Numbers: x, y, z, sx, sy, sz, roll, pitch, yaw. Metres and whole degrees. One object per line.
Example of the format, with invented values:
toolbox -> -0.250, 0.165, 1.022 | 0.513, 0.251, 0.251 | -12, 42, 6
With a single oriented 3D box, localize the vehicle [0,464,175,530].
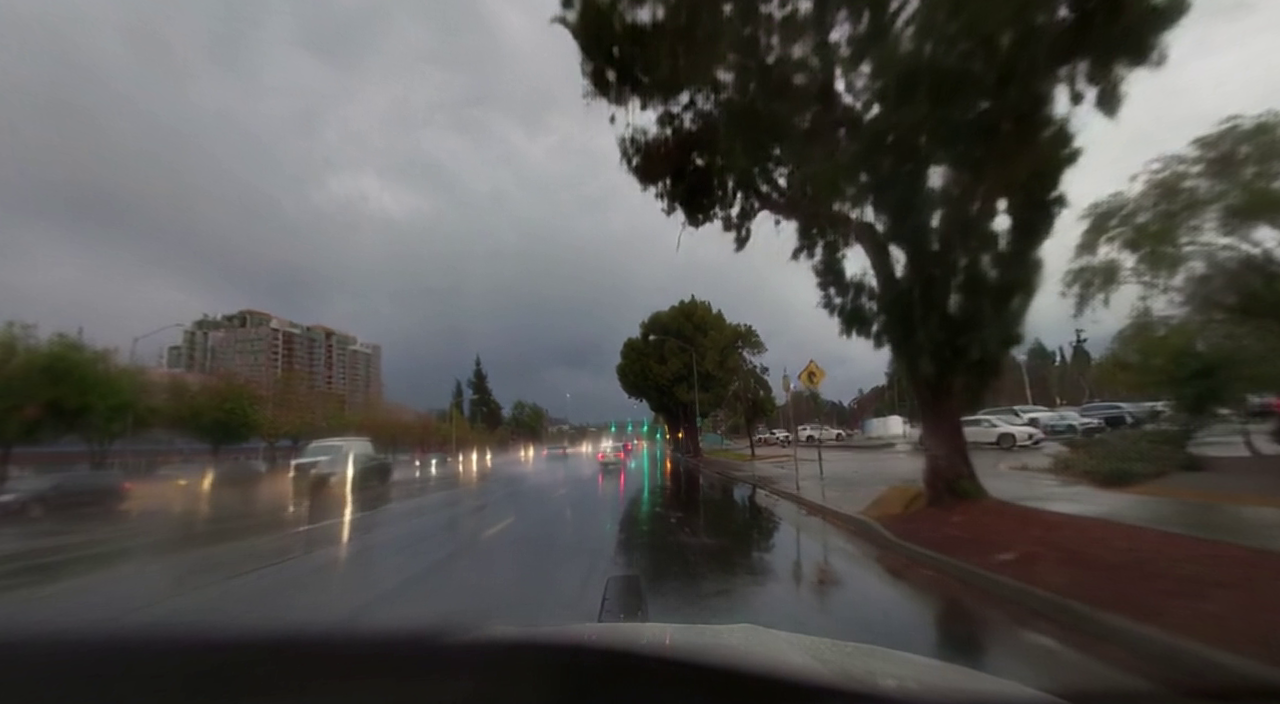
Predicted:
vehicle -> -16.542, 4.083, 18.365 | 2.162, 1.480, 5.017 | 0, -8, 1

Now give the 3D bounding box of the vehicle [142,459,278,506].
vehicle -> -16.496, 4.995, 24.584 | 2.024, 1.531, 4.580 | 0, -8, 0

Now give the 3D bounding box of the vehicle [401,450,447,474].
vehicle -> -16.416, 8.365, 48.288 | 2.016, 1.598, 4.545 | -2, -8, -1

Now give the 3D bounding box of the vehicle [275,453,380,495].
vehicle -> -12.632, 4.914, 25.927 | 2.013, 1.498, 4.474 | 0, -8, 0

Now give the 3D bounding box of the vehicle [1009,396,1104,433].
vehicle -> 23.898, 3.702, 36.558 | 2.179, 1.825, 5.335 | 1, -9, 4

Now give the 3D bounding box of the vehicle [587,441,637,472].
vehicle -> -1.382, 5.503, 33.484 | 2.235, 1.500, 4.420 | 0, -8, 3

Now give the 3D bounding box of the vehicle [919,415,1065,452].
vehicle -> 14.171, 3.337, 25.634 | 4.739, 1.424, 1.936 | 0, -8, 0
